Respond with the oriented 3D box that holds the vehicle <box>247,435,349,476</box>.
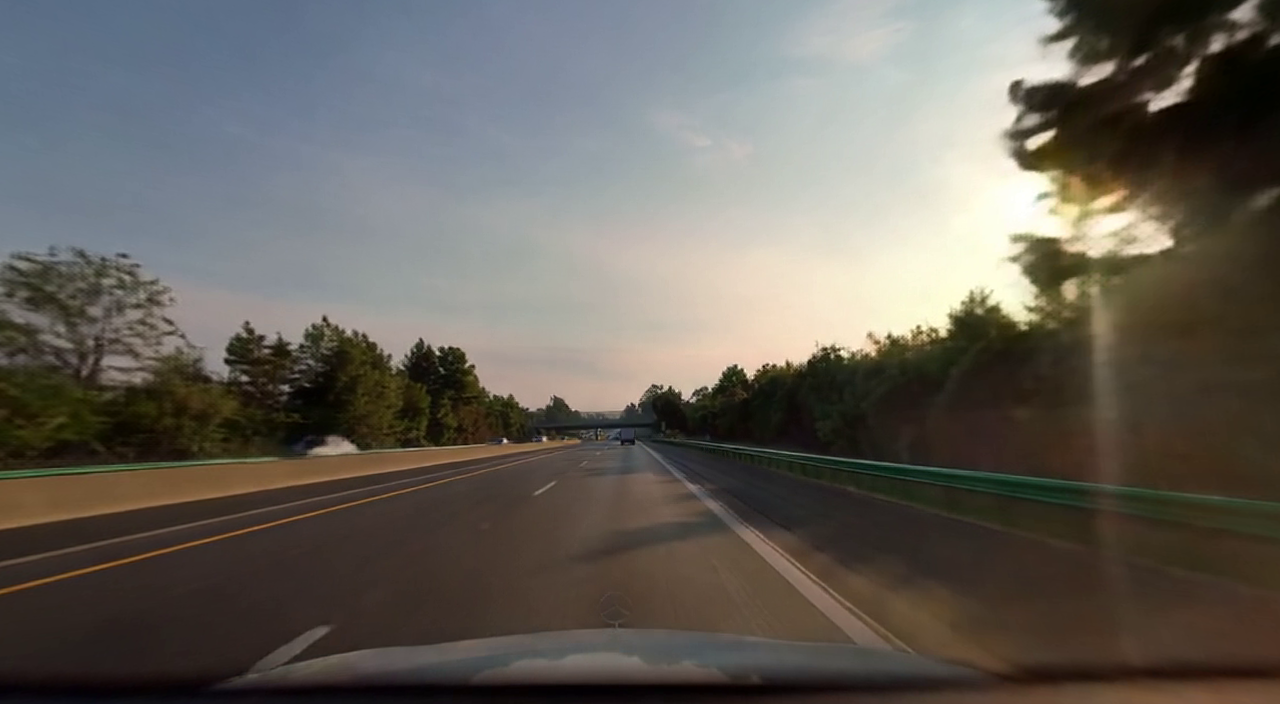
[{"bbox_3d":[-13.190,3.989,24.581,1.753,1.440,3.948,0,-7,0],"label":"vehicle"}]
